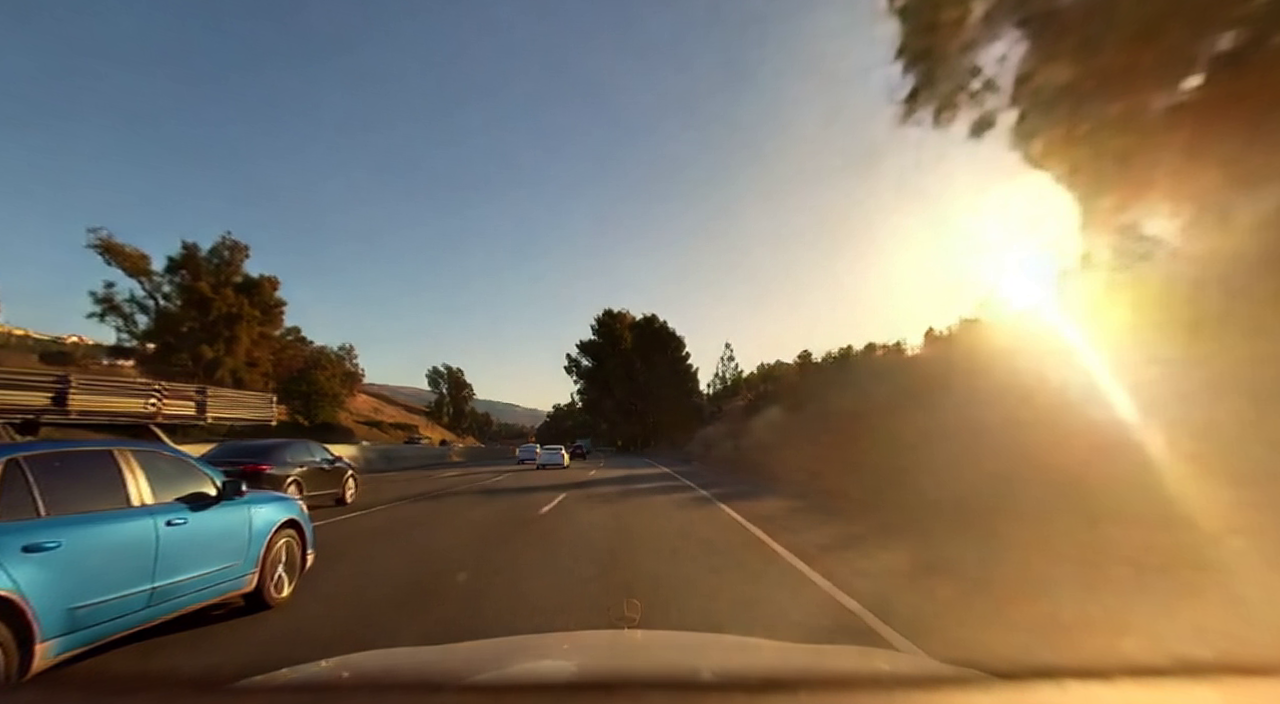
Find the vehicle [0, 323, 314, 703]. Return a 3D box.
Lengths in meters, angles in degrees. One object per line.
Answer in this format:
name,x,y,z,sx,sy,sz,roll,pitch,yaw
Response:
vehicle,-3.846,0.782,2.632,2.200,1.807,5.041,0,-8,1

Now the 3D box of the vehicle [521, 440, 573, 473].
vehicle,-4.586,5.209,31.691,2.012,1.509,4.359,0,-8,-1
